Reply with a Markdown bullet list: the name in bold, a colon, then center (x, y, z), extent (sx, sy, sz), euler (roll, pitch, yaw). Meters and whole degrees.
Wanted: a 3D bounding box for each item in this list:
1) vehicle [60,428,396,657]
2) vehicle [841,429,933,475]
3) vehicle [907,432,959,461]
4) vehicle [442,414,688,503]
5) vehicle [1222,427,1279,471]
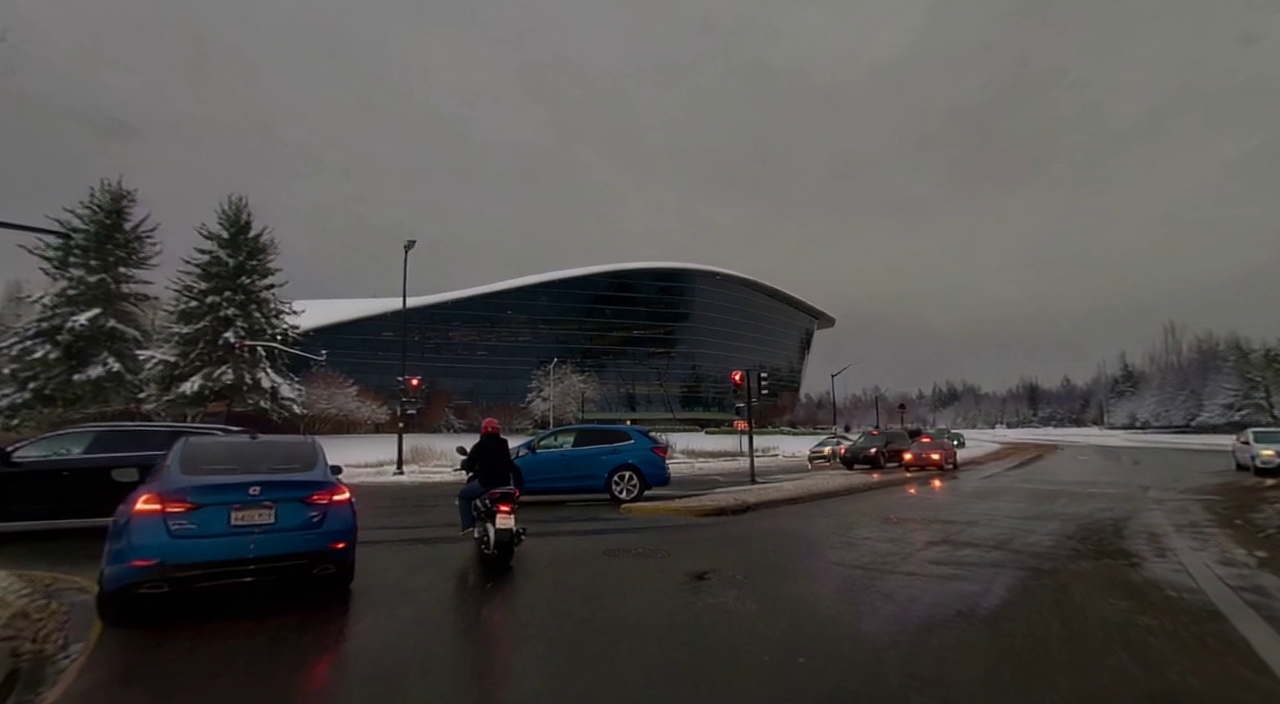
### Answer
- **vehicle**: center (-4.128, 1.558, 6.388), extent (2.009, 1.450, 4.182), euler (5, -10, -36)
- **vehicle**: center (10.097, 4.006, 25.583), extent (2.084, 1.656, 4.583), euler (-7, -10, 38)
- **vehicle**: center (16.809, 5.402, 36.090), extent (2.024, 1.543, 4.028), euler (-6, -10, 32)
- **vehicle**: center (-1.955, 2.631, 16.078), extent (5.833, 1.960, 2.341), euler (2, -9, -17)
- **vehicle**: center (22.999, 3.480, 22.810), extent (1.872, 1.467, 4.385), euler (-5, -10, 31)
